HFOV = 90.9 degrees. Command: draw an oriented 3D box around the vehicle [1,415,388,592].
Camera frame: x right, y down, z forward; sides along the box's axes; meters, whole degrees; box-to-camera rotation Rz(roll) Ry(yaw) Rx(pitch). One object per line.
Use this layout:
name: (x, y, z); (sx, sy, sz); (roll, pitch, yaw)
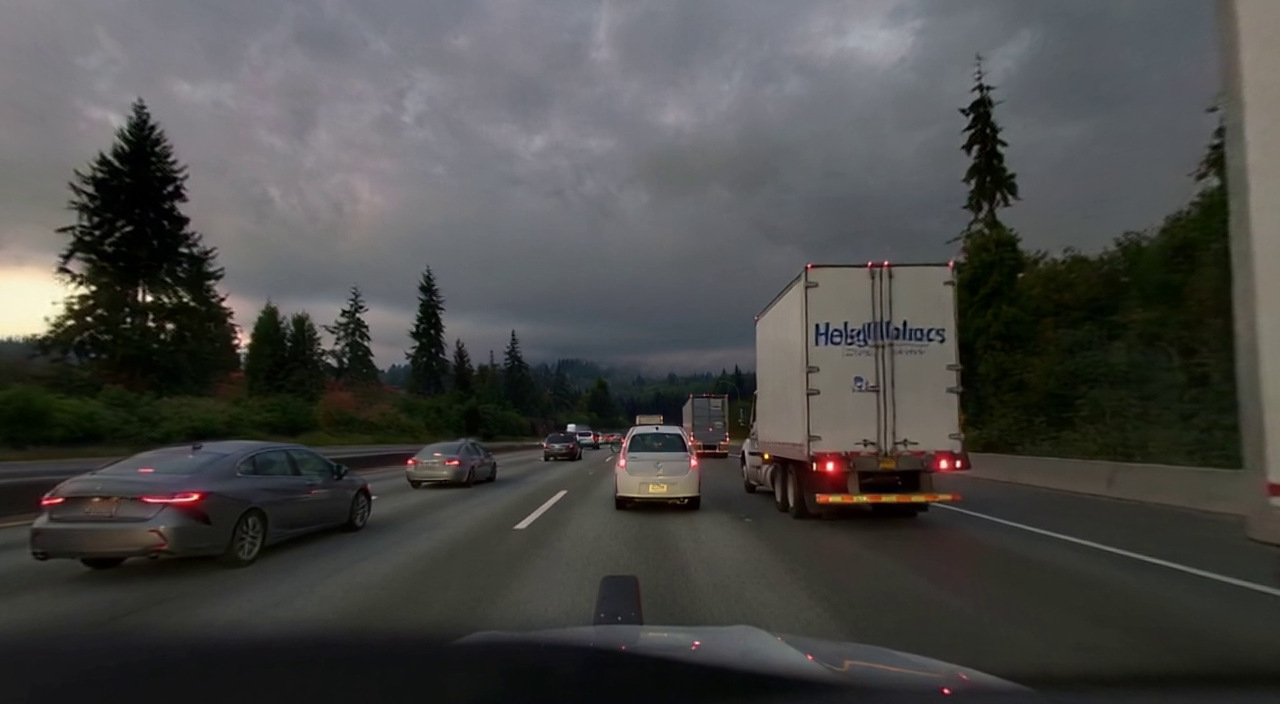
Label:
vehicle: (-4.607, 1.564, 7.355); (1.821, 1.514, 3.677); (0, -8, -1)

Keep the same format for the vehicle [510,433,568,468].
vehicle: (-4.624, 4.545, 29.394); (1.887, 1.493, 4.411); (0, -8, 1)

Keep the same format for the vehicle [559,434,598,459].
vehicle: (-3.956, 6.142, 41.192); (2.005, 1.475, 4.466); (0, -8, 1)

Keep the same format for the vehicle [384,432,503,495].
vehicle: (-5.072, 2.898, 16.875); (1.880, 1.458, 3.978); (0, -8, 0)

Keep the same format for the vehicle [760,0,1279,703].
vehicle: (3.974, 0.100, 5.828); (2.817, 3.989, 14.321); (0, -8, -1)

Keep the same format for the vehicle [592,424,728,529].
vehicle: (0.284, 2.044, 10.973); (1.973, 1.505, 3.568); (0, -8, 0)
